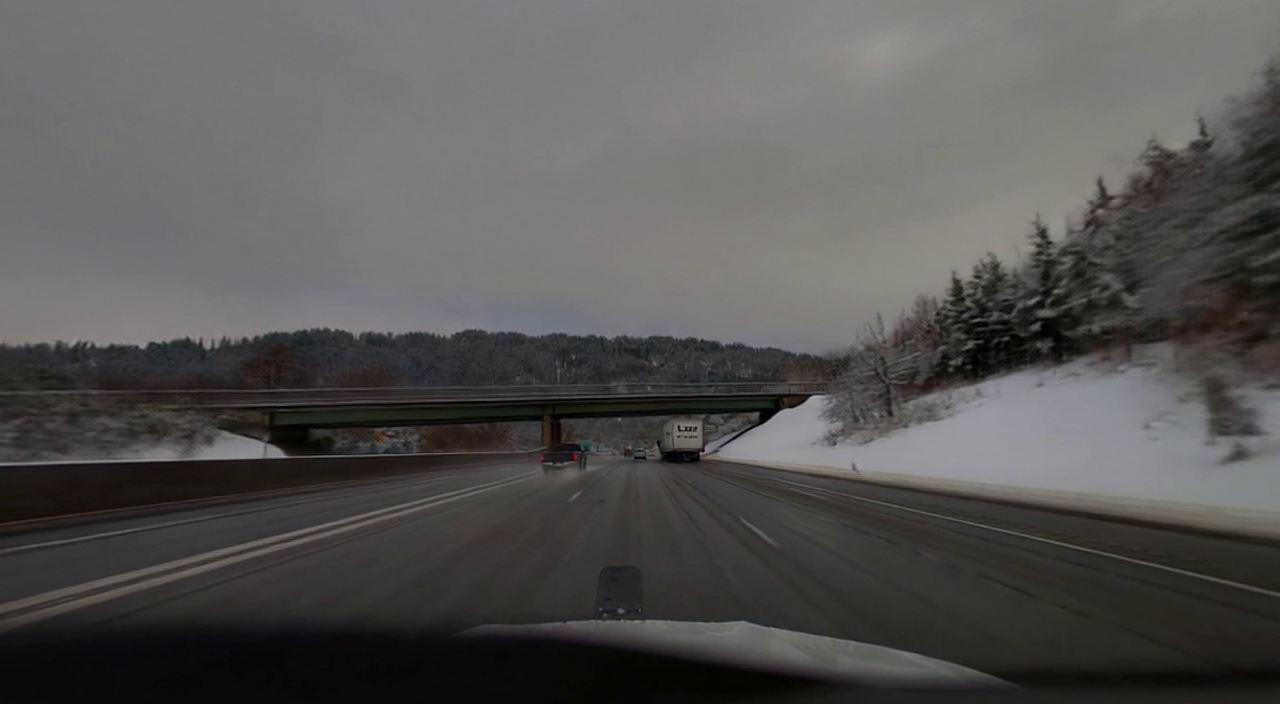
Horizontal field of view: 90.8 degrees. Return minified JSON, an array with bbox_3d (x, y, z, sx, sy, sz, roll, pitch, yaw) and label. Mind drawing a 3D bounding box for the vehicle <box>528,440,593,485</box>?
[{"bbox_3d":[-3.073,4.395,25.341,2.052,1.654,4.303,0,-9,0],"label":"vehicle"}]
